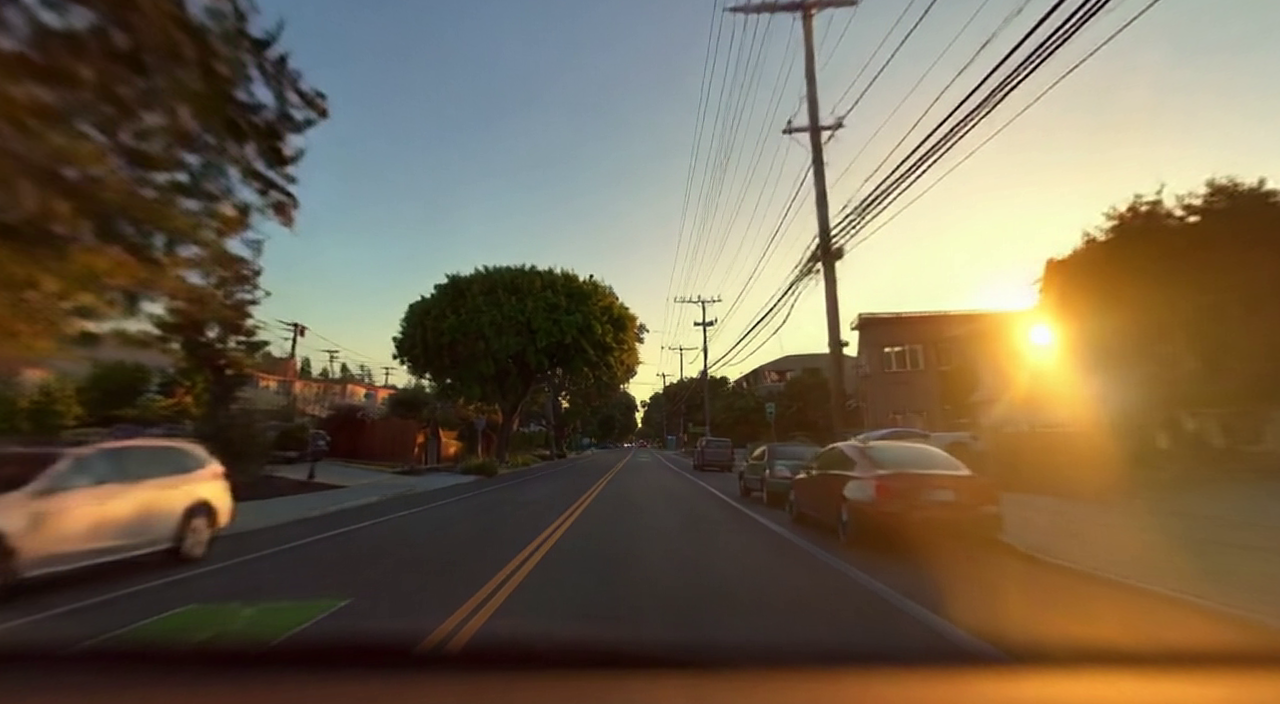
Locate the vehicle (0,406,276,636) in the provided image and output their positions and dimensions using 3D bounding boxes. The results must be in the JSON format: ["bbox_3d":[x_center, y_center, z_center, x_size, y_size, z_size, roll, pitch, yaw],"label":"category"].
[{"bbox_3d":[-6.387,1.668,7.140,1.947,1.930,4.306,-2,-7,0],"label":"vehicle"}]

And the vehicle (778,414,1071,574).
[{"bbox_3d":[3.536,1.853,9.128,1.955,1.665,4.818,0,-8,0],"label":"vehicle"}]

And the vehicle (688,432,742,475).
[{"bbox_3d":[3.748,5.159,32.290,2.088,2.019,4.802,0,-8,-1],"label":"vehicle"}]
